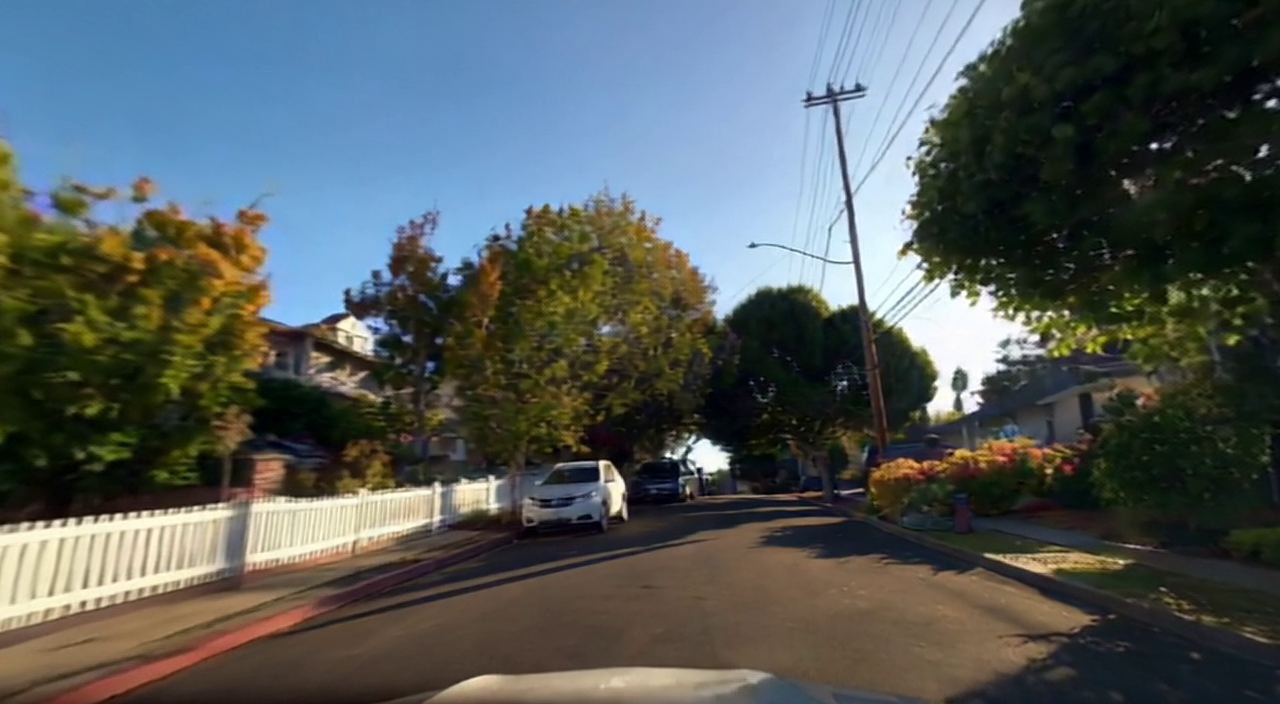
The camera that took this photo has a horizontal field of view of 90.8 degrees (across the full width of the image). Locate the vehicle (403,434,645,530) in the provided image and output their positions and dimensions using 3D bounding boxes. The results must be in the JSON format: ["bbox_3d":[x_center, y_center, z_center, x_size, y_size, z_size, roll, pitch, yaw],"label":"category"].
[{"bbox_3d":[-2.349,2.790,13.806,4.537,1.595,2.471,2,-11,9],"label":"vehicle"}]

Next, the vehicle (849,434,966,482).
[{"bbox_3d":[11.463,4.544,27.327,4.249,1.905,1.904,-1,-6,7],"label":"vehicle"}]

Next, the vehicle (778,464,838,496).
[{"bbox_3d":[9.317,7.129,34.986,3.005,1.535,4.025,-1,-13,16],"label":"vehicle"}]

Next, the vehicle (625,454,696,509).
[{"bbox_3d":[0.818,4.391,21.976,2.081,1.589,4.691,-1,-8,6],"label":"vehicle"}]
